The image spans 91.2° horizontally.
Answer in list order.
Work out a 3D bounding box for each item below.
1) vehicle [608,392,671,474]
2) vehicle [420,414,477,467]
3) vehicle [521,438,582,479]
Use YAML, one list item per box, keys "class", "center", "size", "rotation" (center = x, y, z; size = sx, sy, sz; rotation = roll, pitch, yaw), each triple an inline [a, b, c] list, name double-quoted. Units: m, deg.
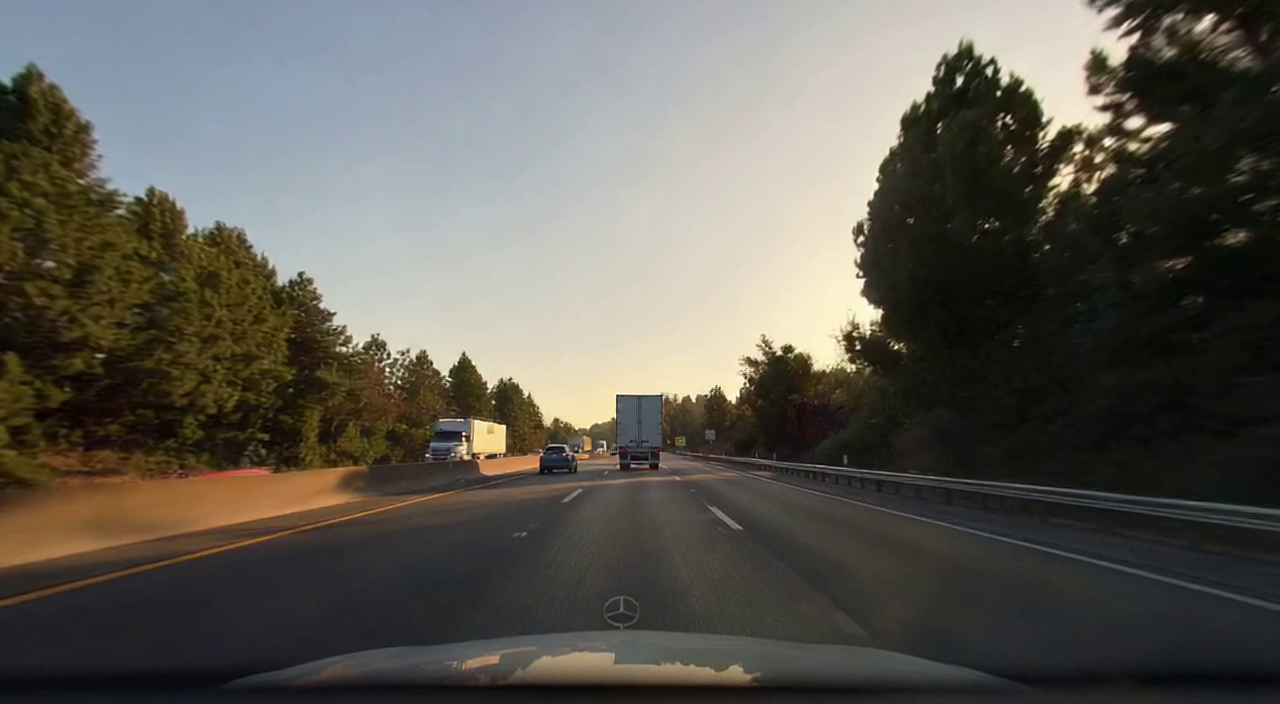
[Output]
- class: "vehicle"
  center: [-0.034, 4.847, 36.673]
  size: [3.100, 4.091, 10.664]
  rotation: [0, -9, 0]
- class: "vehicle"
  center: [-14.591, 6.792, 48.044]
  size: [2.869, 3.906, 3.898]
  rotation: [0, -9, 2]
- class: "vehicle"
  center: [-3.885, 4.756, 28.155]
  size: [2.112, 1.645, 4.129]
  rotation: [0, -9, 0]
